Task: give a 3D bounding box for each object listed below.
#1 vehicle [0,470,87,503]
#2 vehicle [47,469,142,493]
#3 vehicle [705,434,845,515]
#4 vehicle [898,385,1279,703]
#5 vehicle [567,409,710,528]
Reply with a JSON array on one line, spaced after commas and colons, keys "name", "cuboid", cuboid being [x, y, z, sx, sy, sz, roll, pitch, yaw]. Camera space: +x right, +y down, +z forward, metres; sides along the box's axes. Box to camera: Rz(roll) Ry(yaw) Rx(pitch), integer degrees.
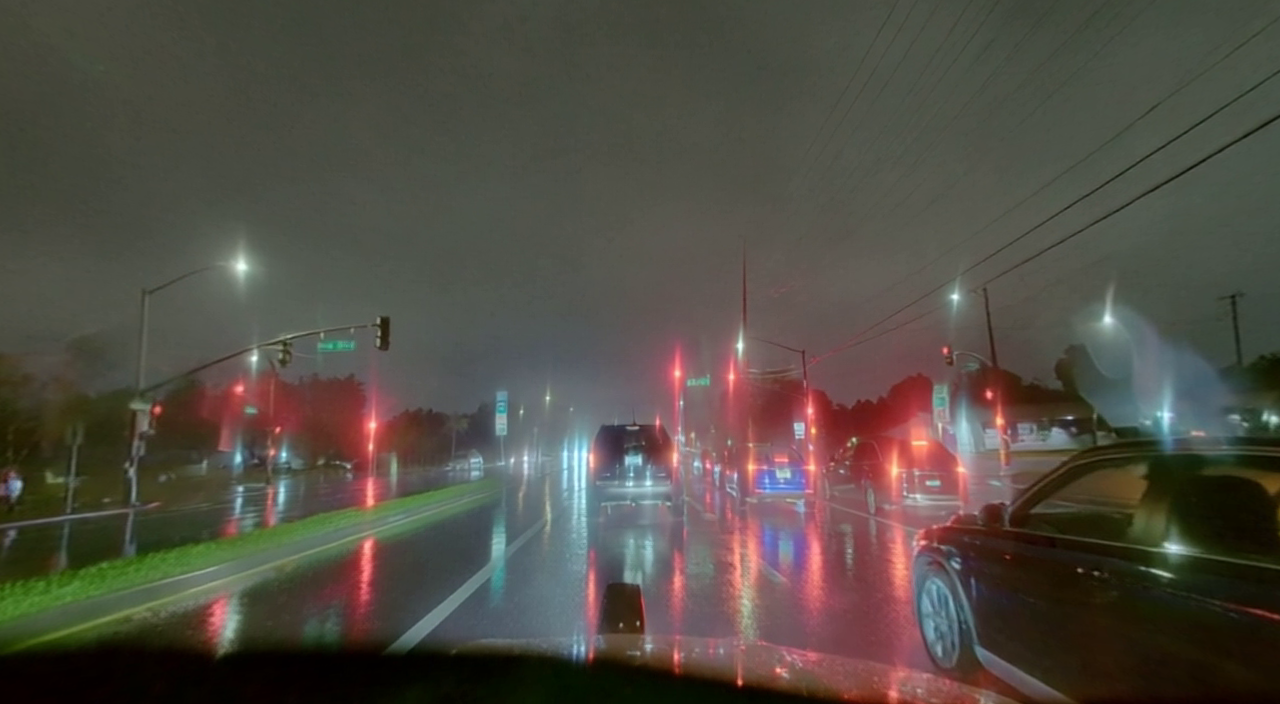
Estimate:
[{"name": "vehicle", "cuboid": [-33.329, 7.281, 34.339, 4.550, 1.601, 1.766, 1, -9, -7]}, {"name": "vehicle", "cuboid": [-38.047, 9.018, 44.158, 4.569, 1.505, 1.992, 1, -9, -5]}, {"name": "vehicle", "cuboid": [2.739, 2.606, 13.980, 2.025, 1.477, 4.333, 0, -9, -2]}, {"name": "vehicle", "cuboid": [2.756, 0.872, 2.047, 2.004, 1.460, 4.297, 0, -9, 0]}, {"name": "vehicle", "cuboid": [-0.052, 2.206, 12.443, 2.236, 1.856, 4.816, 0, -9, -1]}]
